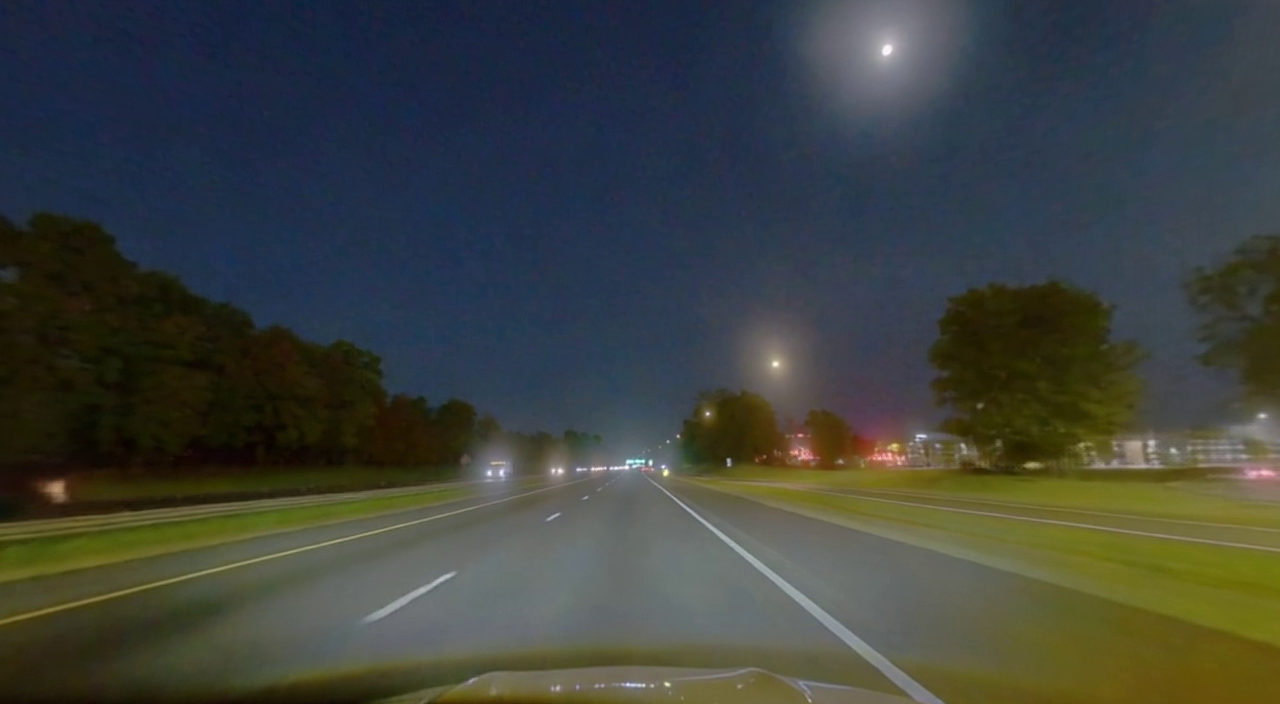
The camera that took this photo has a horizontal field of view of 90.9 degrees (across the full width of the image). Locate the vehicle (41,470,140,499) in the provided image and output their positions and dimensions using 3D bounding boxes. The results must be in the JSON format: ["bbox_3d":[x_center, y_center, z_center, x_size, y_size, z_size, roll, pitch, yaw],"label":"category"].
[{"bbox_3d":[-30.237,7.291,34.864,1.700,1.420,4.152,1,-11,0],"label":"vehicle"}]
